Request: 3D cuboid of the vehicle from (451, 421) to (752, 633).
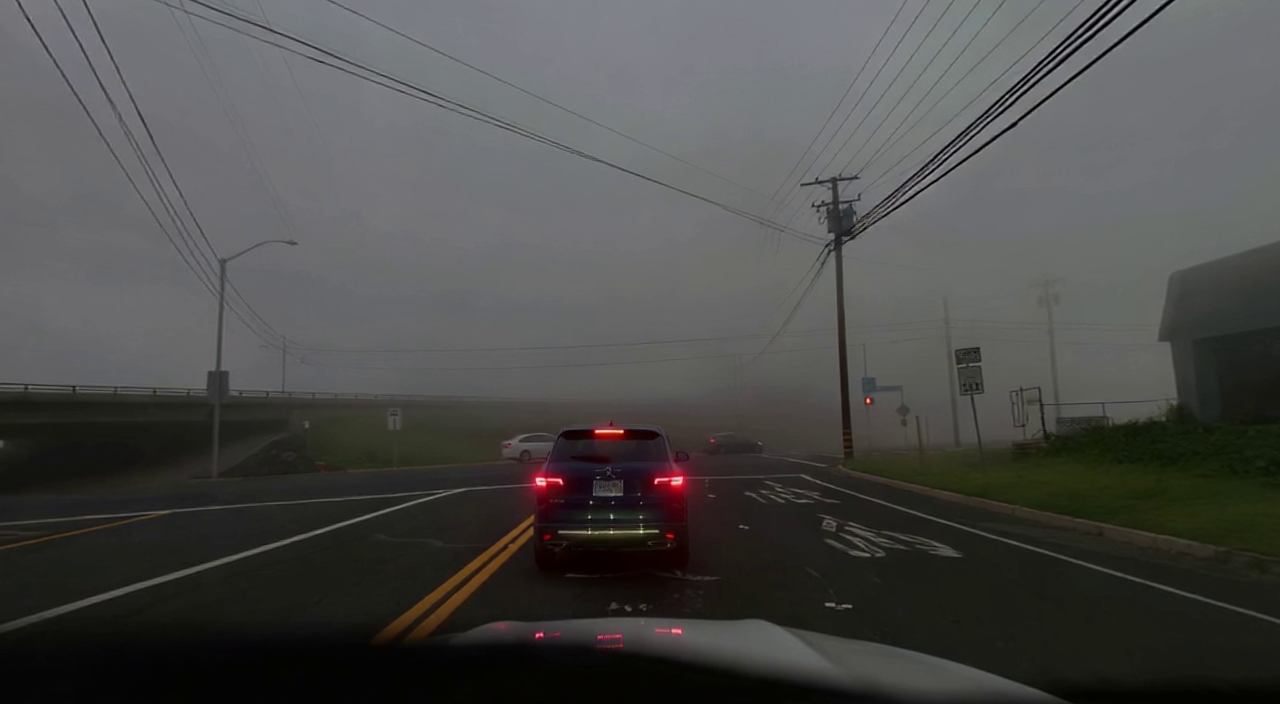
[{"bbox_3d":[-0.230,1.527,6.468,2.090,1.458,4.033,-1,-9,1],"label":"vehicle"}]
